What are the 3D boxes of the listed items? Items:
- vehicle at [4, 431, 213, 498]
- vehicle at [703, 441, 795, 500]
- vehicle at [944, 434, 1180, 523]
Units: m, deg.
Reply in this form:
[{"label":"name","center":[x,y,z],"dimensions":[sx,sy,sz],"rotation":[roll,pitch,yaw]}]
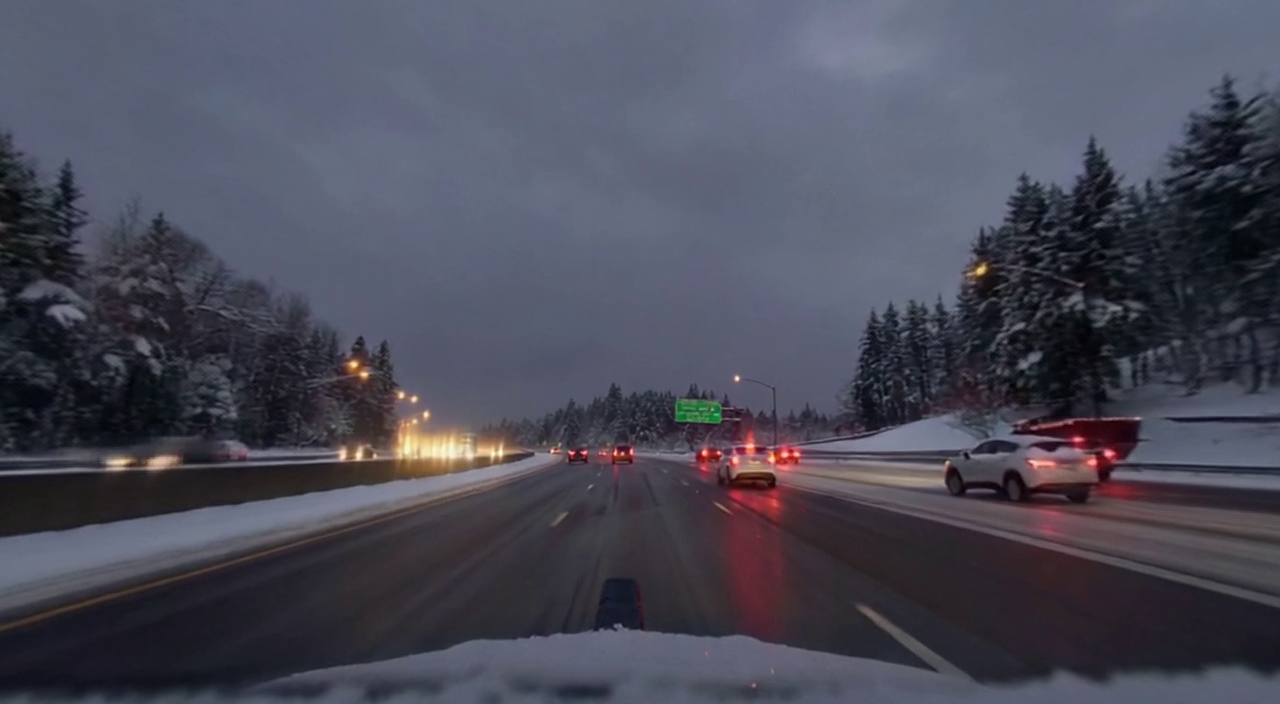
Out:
[{"label":"vehicle","center":[-16.976,3.635,20.656],"dimensions":[2.148,1.902,5.385],"rotation":[0,-9,-1]},{"label":"vehicle","center":[3.116,3.505,18.857],"dimensions":[1.975,1.562,3.823],"rotation":[0,-9,-1]},{"label":"vehicle","center":[9.034,2.751,14.153],"dimensions":[1.909,1.634,4.739],"rotation":[0,-9,-1]}]
